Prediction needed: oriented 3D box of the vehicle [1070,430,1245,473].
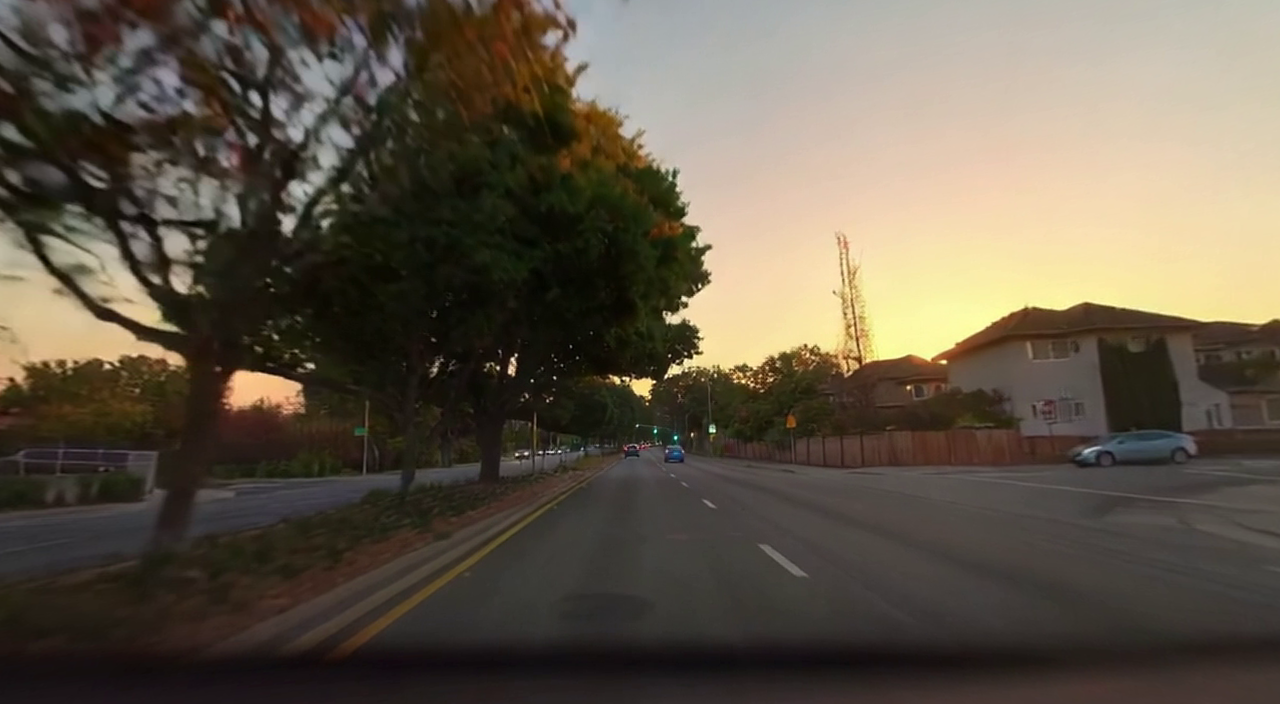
[{"bbox_3d":[18.890,3.655,23.239,4.536,1.453,2.128,0,-8,-1],"label":"vehicle"}]
